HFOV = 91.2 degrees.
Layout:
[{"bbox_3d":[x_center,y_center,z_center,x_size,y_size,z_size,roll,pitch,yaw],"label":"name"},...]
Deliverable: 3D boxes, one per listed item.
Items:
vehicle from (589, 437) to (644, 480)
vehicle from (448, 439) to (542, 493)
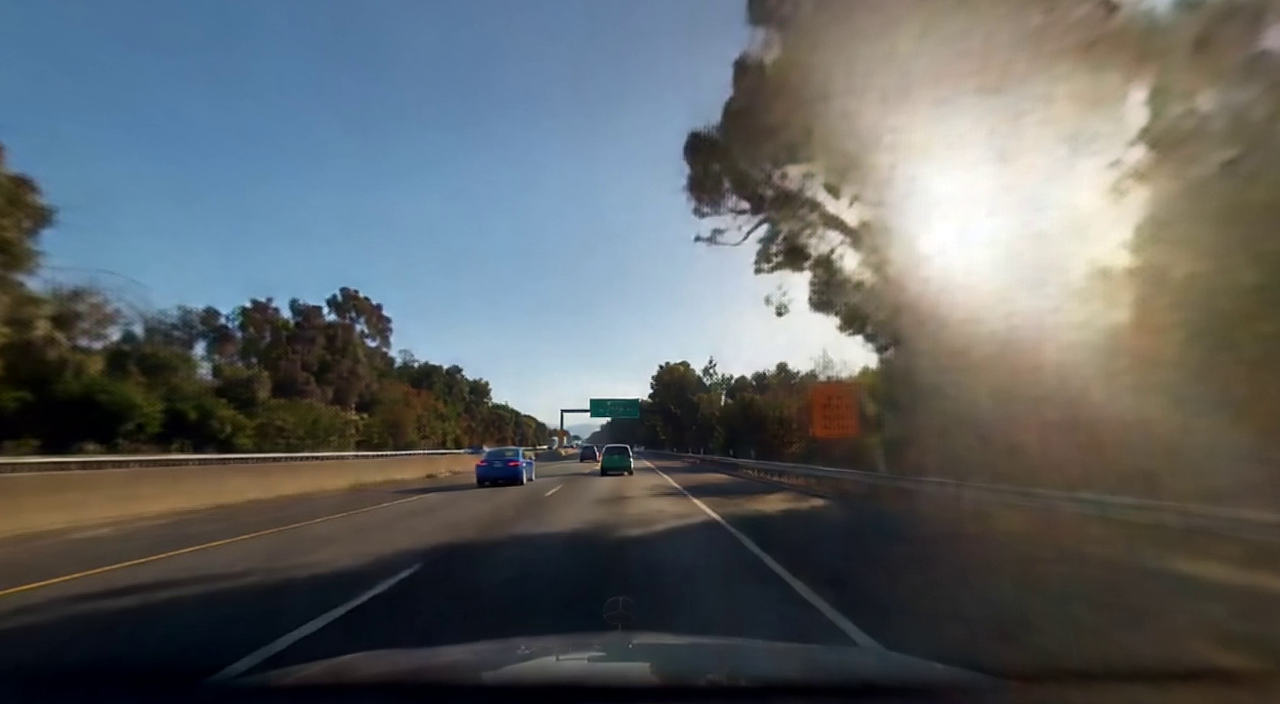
[{"bbox_3d":[-0.994,4.635,27.449,2.220,1.711,4.056,0,-9,-1],"label":"vehicle"},{"bbox_3d":[-4.790,3.832,21.438,2.103,1.588,4.709,-1,-9,0],"label":"vehicle"}]
